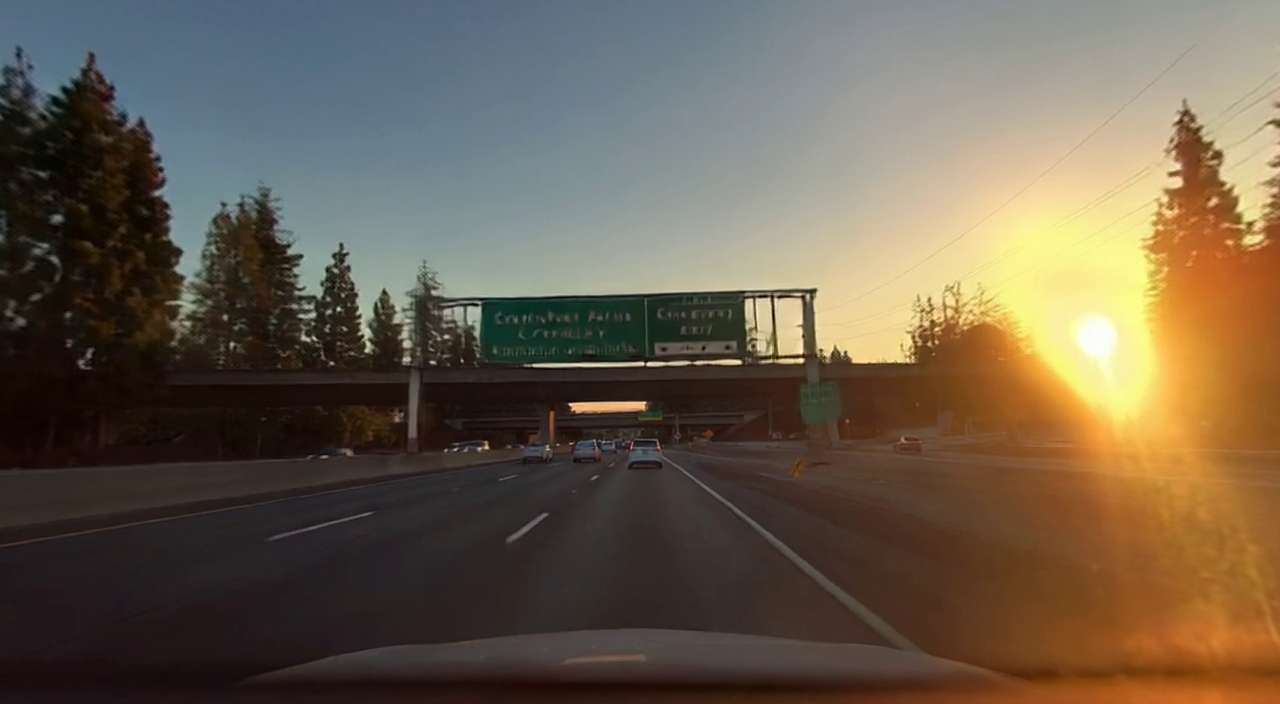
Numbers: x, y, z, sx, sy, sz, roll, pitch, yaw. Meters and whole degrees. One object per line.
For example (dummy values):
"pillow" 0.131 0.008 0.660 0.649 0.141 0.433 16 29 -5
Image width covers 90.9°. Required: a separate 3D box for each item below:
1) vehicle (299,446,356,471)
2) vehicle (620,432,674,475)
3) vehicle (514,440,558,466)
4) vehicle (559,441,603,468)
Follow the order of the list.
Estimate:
"vehicle" -22.917 7.787 46.417 1.867 1.696 4.566 0 -8 0
"vehicle" 0.279 4.394 27.416 2.152 1.697 4.066 0 -8 0
"vehicle" -7.210 7.034 44.149 2.139 1.653 4.614 0 -8 2
"vehicle" -3.379 5.971 36.940 2.056 1.464 4.564 0 -8 1
